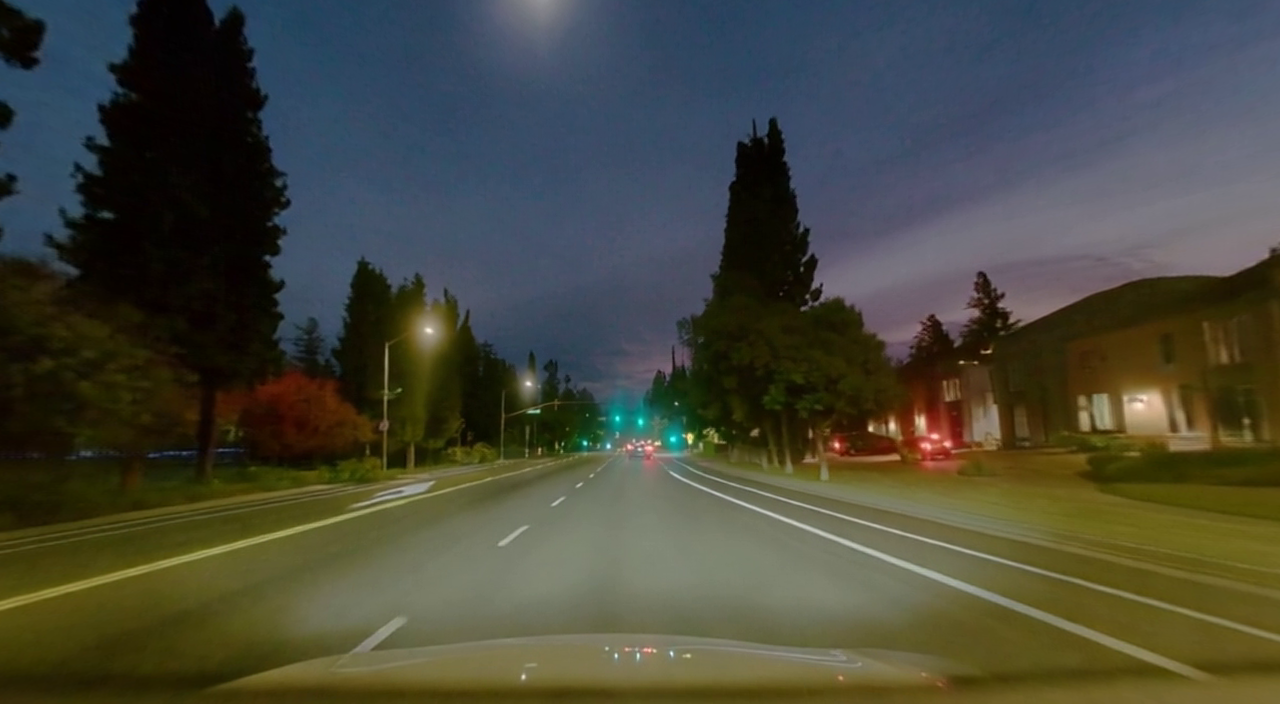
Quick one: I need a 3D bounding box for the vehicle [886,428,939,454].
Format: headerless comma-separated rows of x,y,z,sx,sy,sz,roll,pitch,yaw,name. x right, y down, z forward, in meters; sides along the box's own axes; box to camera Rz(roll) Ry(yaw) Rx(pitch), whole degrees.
19.612,6.496,45.638,1.924,1.703,4.254,-2,-10,0,vehicle
